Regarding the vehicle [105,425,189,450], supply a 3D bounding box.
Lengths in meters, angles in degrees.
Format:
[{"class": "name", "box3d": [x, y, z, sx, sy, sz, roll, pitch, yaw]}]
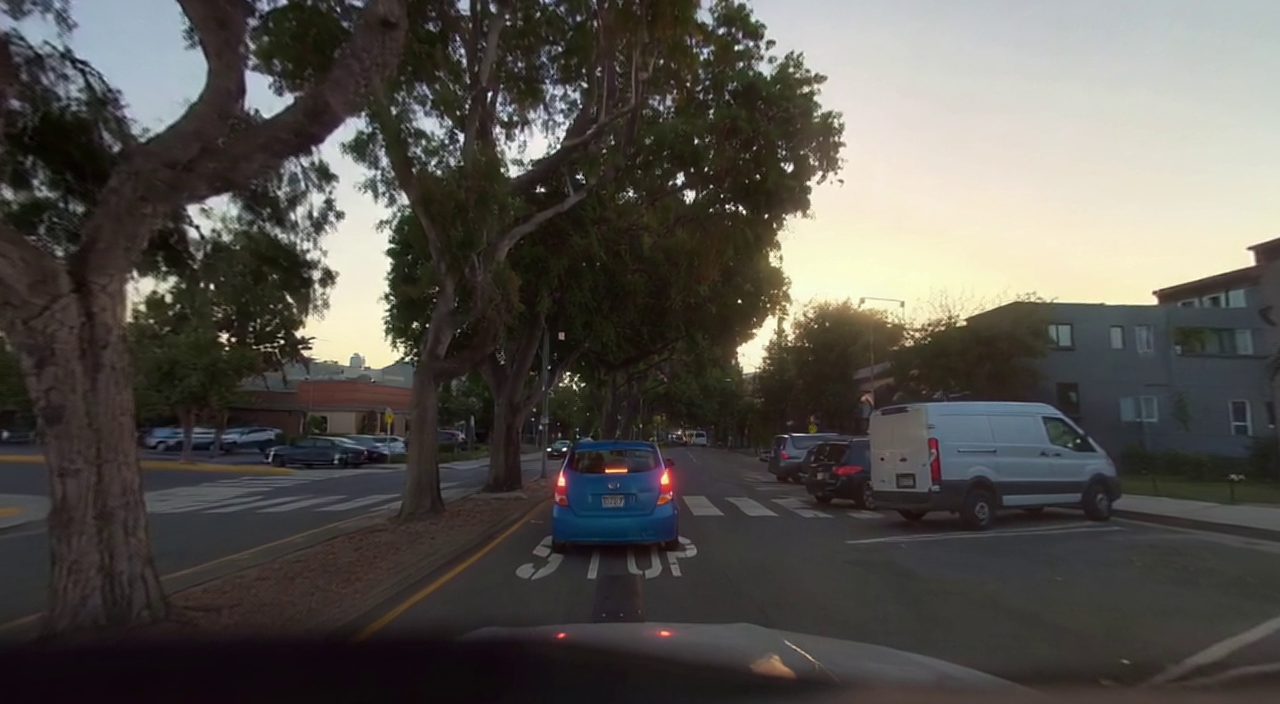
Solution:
[{"class": "vehicle", "box3d": [-31.830, 5.534, 40.852, 3.915, 1.574, 1.850, 0, -9, 3]}]

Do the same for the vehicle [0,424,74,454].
[{"class": "vehicle", "box3d": [-31.842, 4.438, 32.097, 4.168, 1.458, 1.904, 0, -9, -2]}]

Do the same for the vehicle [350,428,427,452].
[{"class": "vehicle", "box3d": [-18.449, 6.496, 46.512, 4.892, 1.679, 1.927, 1, -9, -6]}]

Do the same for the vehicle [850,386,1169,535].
[{"class": "vehicle", "box3d": [6.642, 1.887, 11.331, 5.385, 2.146, 2.143, 4, -9, -26]}]

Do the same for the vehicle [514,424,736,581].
[{"class": "vehicle", "box3d": [-0.201, 1.744, 8.223, 2.065, 1.450, 4.522, 0, -9, -2]}]
